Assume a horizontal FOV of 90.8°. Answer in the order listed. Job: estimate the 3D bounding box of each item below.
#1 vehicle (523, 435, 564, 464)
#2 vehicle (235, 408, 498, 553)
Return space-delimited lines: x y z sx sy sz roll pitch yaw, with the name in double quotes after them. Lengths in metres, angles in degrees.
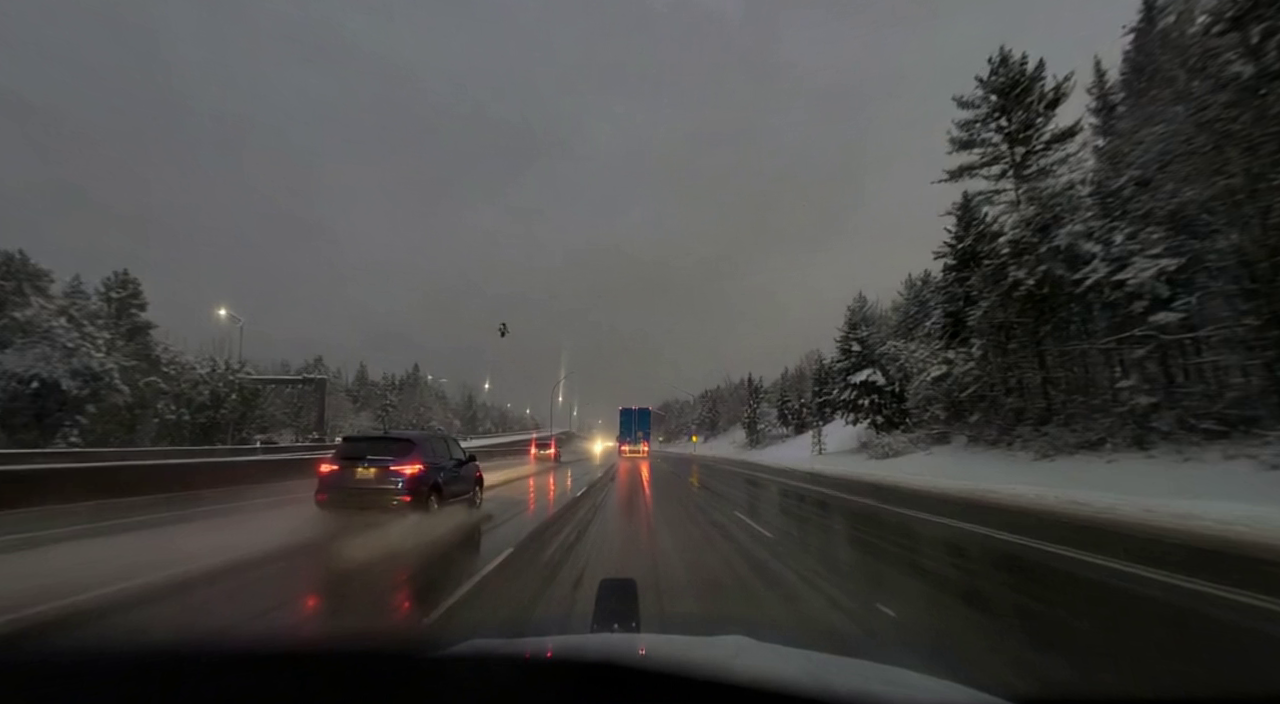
-7.174 7.330 47.603 2.247 2.001 5.002 0 -9 0 "vehicle"
-3.791 1.879 9.891 2.077 1.716 4.514 0 -9 0 "vehicle"
